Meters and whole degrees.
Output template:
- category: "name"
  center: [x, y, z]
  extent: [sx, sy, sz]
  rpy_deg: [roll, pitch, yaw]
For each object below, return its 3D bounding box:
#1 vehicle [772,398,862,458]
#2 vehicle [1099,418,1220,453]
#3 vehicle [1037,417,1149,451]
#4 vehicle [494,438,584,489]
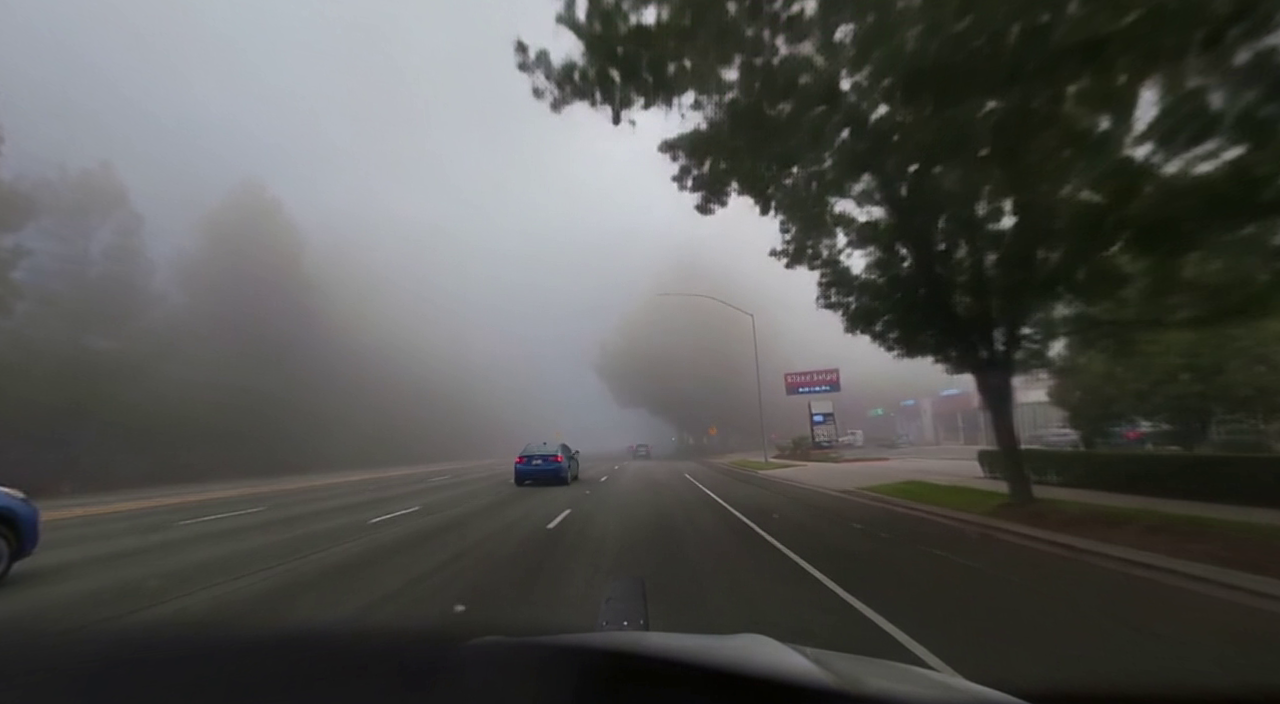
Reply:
- category: "vehicle"
  center: [12.206, 5.582, 44.879]
  extent: [2.995, 3.704, 10.928]
  rpy_deg: [0, -9, -1]
- category: "vehicle"
  center: [25.279, 4.092, 30.765]
  extent: [4.222, 1.450, 1.766]
  rpy_deg: [-3, -8, 0]
- category: "vehicle"
  center: [25.341, 4.600, 35.365]
  extent: [4.643, 1.852, 1.978]
  rpy_deg: [0, -9, 0]
- category: "vehicle"
  center: [-3.182, 3.637, 20.877]
  extent: [2.152, 1.479, 4.394]
  rpy_deg: [0, -9, 2]
